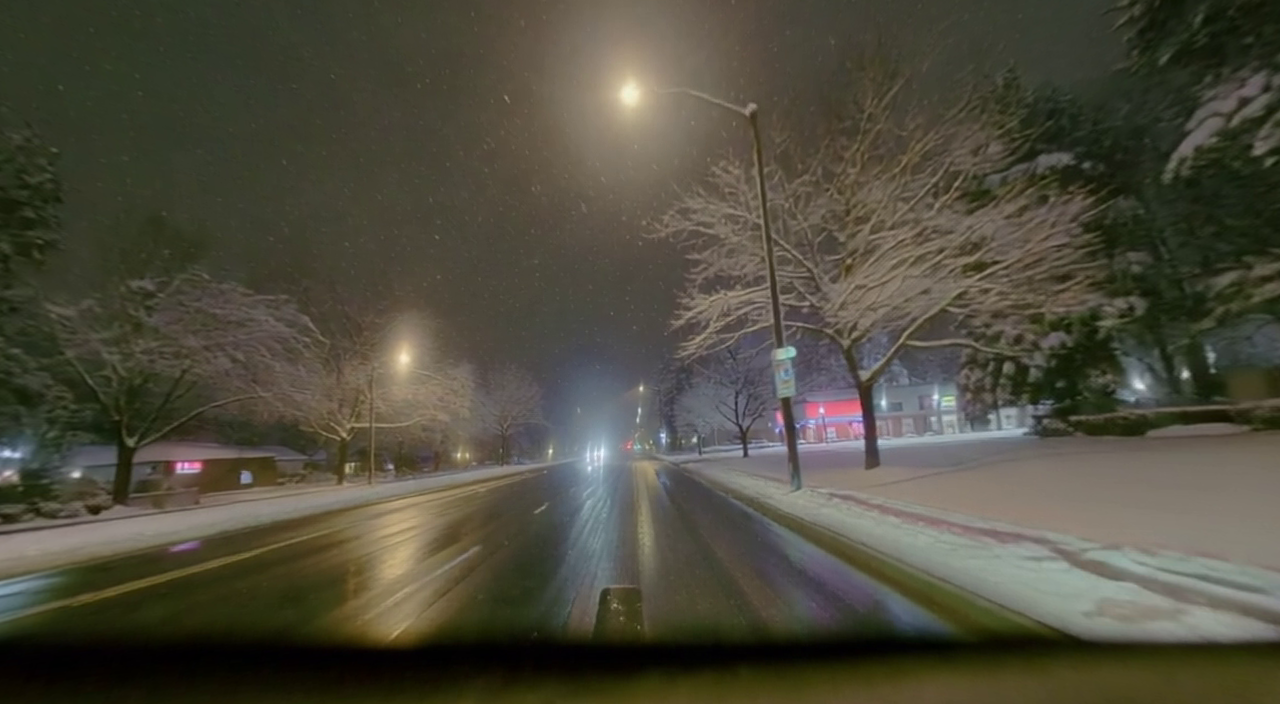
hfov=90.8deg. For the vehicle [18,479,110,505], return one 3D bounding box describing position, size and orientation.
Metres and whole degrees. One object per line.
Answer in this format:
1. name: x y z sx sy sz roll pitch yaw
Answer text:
1. vehicle: -40.546 9.882 44.549 1.902 1.627 4.330 -12 -17 38
